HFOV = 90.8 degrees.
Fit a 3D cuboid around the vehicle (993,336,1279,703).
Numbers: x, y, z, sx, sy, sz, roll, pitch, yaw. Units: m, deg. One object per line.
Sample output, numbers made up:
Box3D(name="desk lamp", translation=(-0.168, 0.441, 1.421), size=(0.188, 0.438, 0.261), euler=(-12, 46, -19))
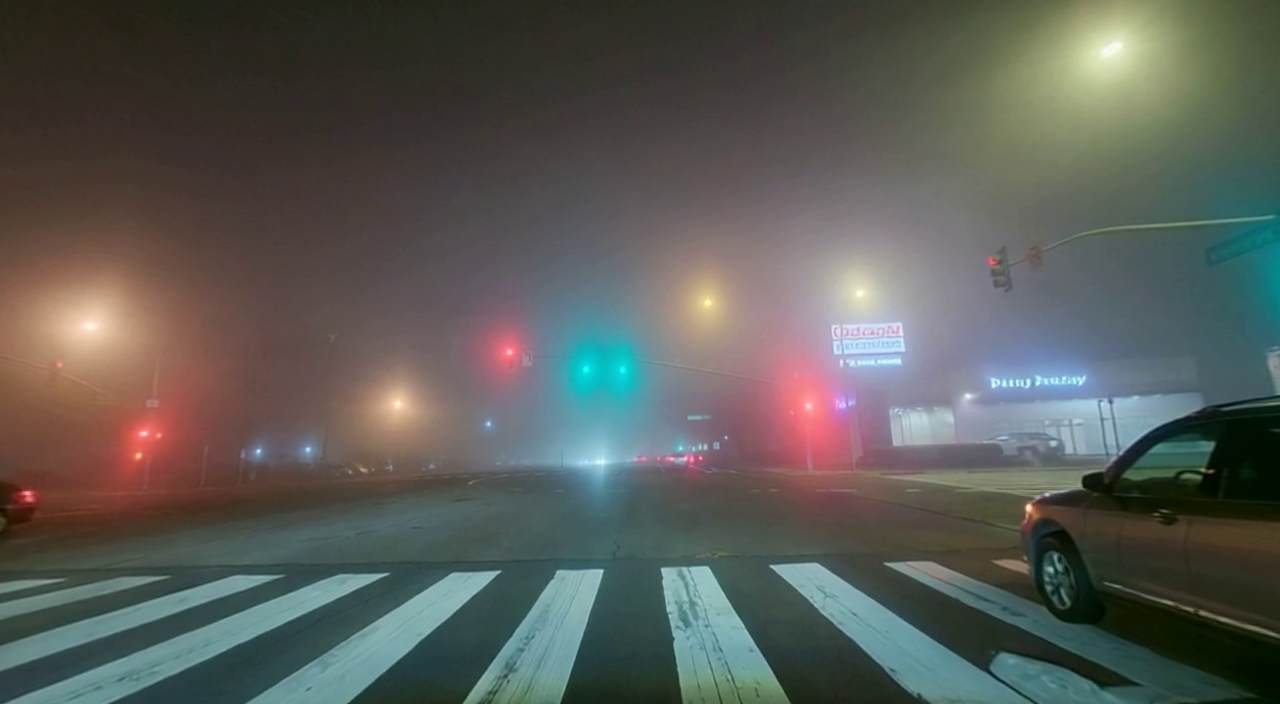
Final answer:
Box3D(name="vehicle", translation=(3.344, 0.722, 1.795), size=(1.973, 1.697, 4.377), euler=(0, -8, -3))
